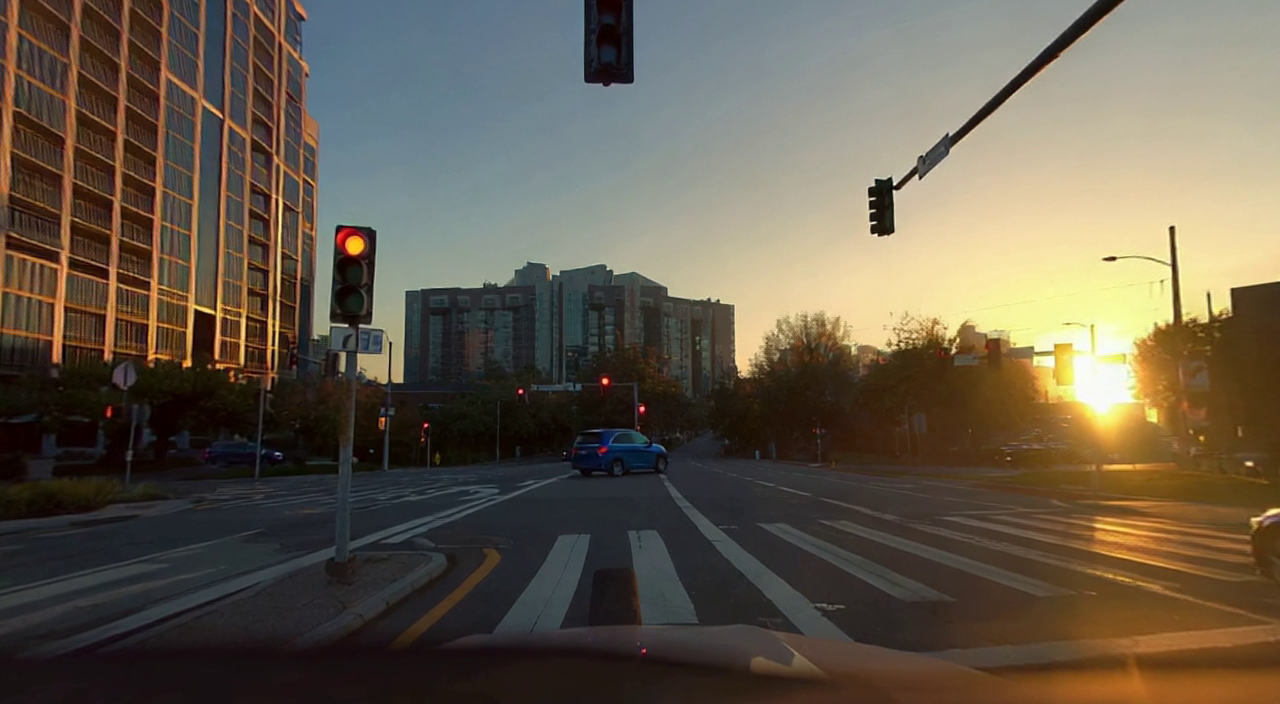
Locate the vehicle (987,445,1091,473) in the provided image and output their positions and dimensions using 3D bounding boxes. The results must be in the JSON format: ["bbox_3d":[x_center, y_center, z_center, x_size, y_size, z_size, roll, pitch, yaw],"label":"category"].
[{"bbox_3d":[23.271,6.265,36.708,4.736,1.542,1.966,0,-9,-2],"label":"vehicle"}]

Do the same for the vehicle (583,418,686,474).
[{"bbox_3d":[-0.178,5.798,38.703,2.678,3.096,7.088,-7,-11,35],"label":"vehicle"}]
